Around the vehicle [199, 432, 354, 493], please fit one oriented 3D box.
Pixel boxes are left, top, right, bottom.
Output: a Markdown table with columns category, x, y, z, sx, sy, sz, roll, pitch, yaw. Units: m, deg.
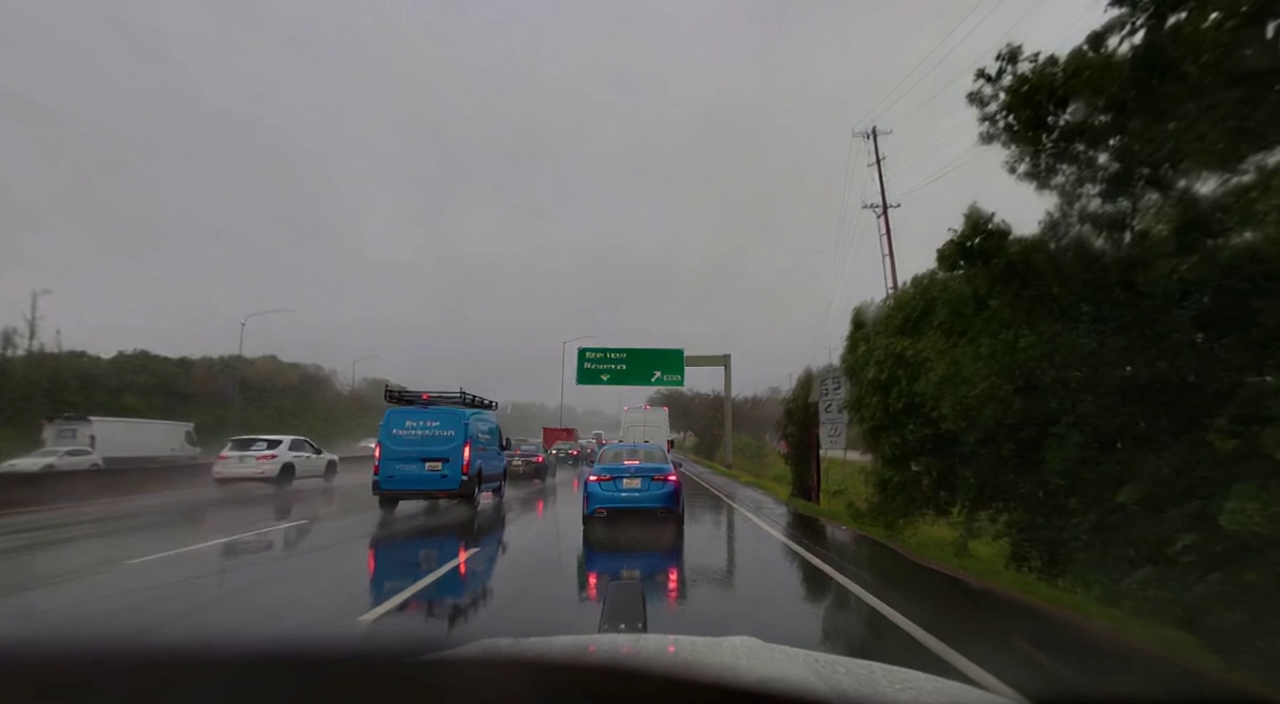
| category | x | y | z | sx | sy | sz | roll | pitch | yaw |
| --- | --- | --- | --- | --- | --- | --- | --- | --- | --- |
| vehicle | -11.393 | 3.478 | 20.192 | 2.000 | 1.695 | 4.806 | 0 | -8 | 1 |

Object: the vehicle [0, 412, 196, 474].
| category | x | y | z | sx | sy | sz | roll | pitch | yaw |
| --- | --- | --- | --- | --- | --- | --- | --- | --- | --- |
| vehicle | -37.341 | 6.402 | 44.156 | 2.933 | 3.731 | 11.455 | -1 | -8 | 5 |

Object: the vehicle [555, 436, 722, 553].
| category | x | y | z | sx | sy | sz | roll | pitch | yaw |
| --- | --- | --- | --- | --- | --- | --- | --- | --- | --- |
| vehicle | -0.019 | 2.065 | 9.836 | 2.054 | 1.421 | 4.090 | 0 | -8 | 0 |

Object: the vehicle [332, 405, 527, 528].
| category | x | y | z | sx | sy | sz | roll | pitch | yaw |
| --- | --- | --- | --- | --- | --- | --- | --- | --- | --- |
| vehicle | -3.780 | 2.158 | 12.360 | 2.142 | 1.952 | 4.556 | 0 | -8 | 1 |
